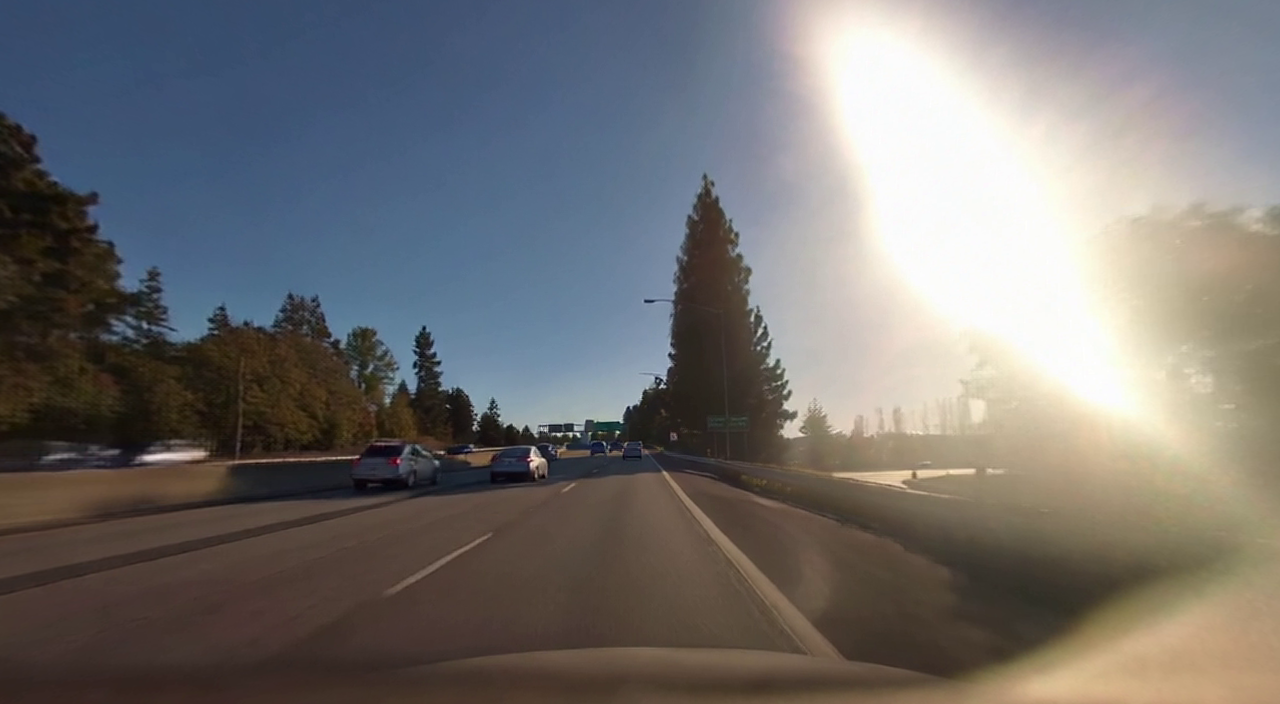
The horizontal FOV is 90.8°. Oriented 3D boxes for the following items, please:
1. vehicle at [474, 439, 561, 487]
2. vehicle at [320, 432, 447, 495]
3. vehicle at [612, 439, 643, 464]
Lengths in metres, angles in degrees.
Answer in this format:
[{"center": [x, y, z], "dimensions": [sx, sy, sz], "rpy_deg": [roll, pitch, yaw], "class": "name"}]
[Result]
[{"center": [-4.351, 4.037, 23.271], "dimensions": [2.102, 1.562, 4.884], "rpy_deg": [0, -9, 2], "class": "vehicle"}, {"center": [-8.162, 3.580, 20.671], "dimensions": [2.091, 1.795, 4.617], "rpy_deg": [0, -9, 2], "class": "vehicle"}, {"center": [-0.907, 7.492, 47.719], "dimensions": [2.179, 1.742, 4.396], "rpy_deg": [0, -9, 0], "class": "vehicle"}]
